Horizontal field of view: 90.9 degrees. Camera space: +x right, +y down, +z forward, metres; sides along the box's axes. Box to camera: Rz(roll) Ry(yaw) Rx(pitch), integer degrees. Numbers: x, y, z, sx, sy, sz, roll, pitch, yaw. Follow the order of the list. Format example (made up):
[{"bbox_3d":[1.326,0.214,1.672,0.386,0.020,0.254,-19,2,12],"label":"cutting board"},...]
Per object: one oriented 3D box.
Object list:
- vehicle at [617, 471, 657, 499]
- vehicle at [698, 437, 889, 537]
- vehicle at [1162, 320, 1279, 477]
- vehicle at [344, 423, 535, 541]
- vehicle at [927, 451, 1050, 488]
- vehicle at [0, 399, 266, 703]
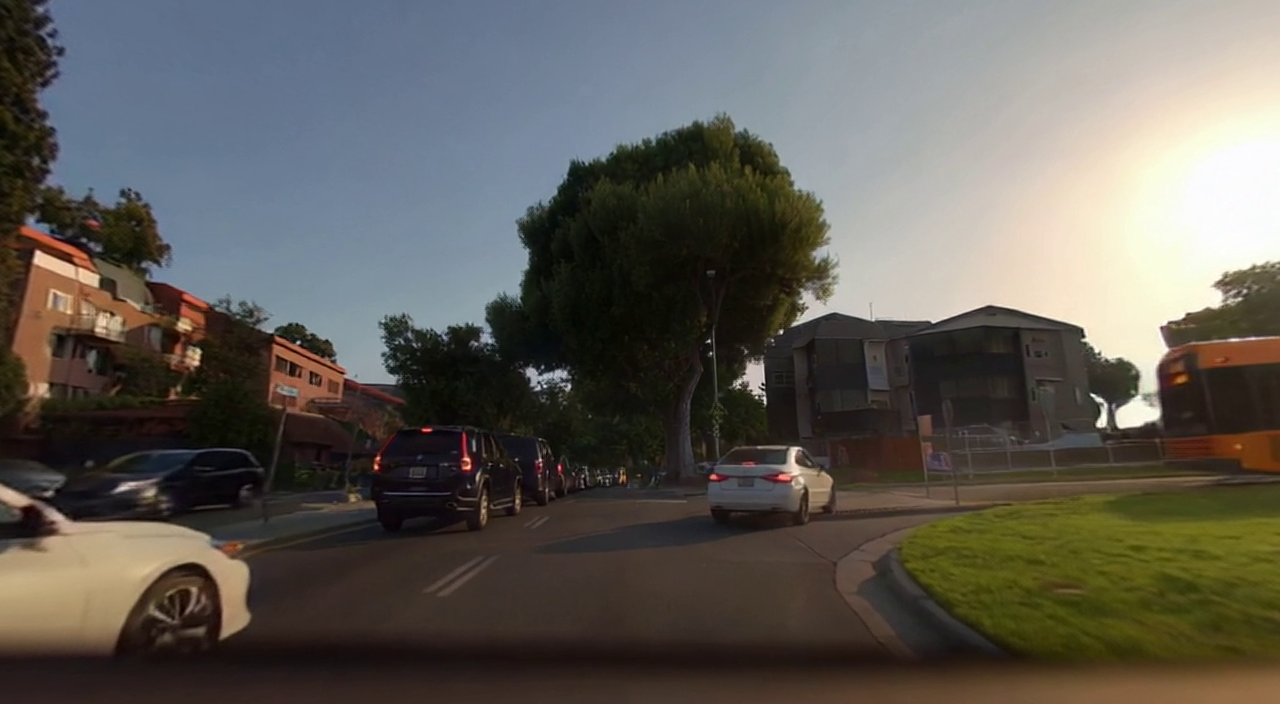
[{"bbox_3d":[-0.242,8.326,39.692,2.119,1.475,3.997,1,-9,-6],"label":"vehicle"},{"bbox_3d":[2.963,2.356,11.642,2.020,1.478,3.922,-7,-11,36],"label":"vehicle"},{"bbox_3d":[17.350,0.837,12.691,9.977,3.303,2.948,-6,-11,33],"label":"vehicle"},{"bbox_3d":[-3.441,2.333,11.922,2.017,1.761,4.572,0,-9,1],"label":"vehicle"},{"bbox_3d":[15.030,5.113,27.393,4.422,1.457,1.882,-6,-11,28],"label":"vehicle"},{"bbox_3d":[-3.361,0.790,1.421,1.953,1.480,4.522,-1,-9,5],"label":"vehicle"}]
